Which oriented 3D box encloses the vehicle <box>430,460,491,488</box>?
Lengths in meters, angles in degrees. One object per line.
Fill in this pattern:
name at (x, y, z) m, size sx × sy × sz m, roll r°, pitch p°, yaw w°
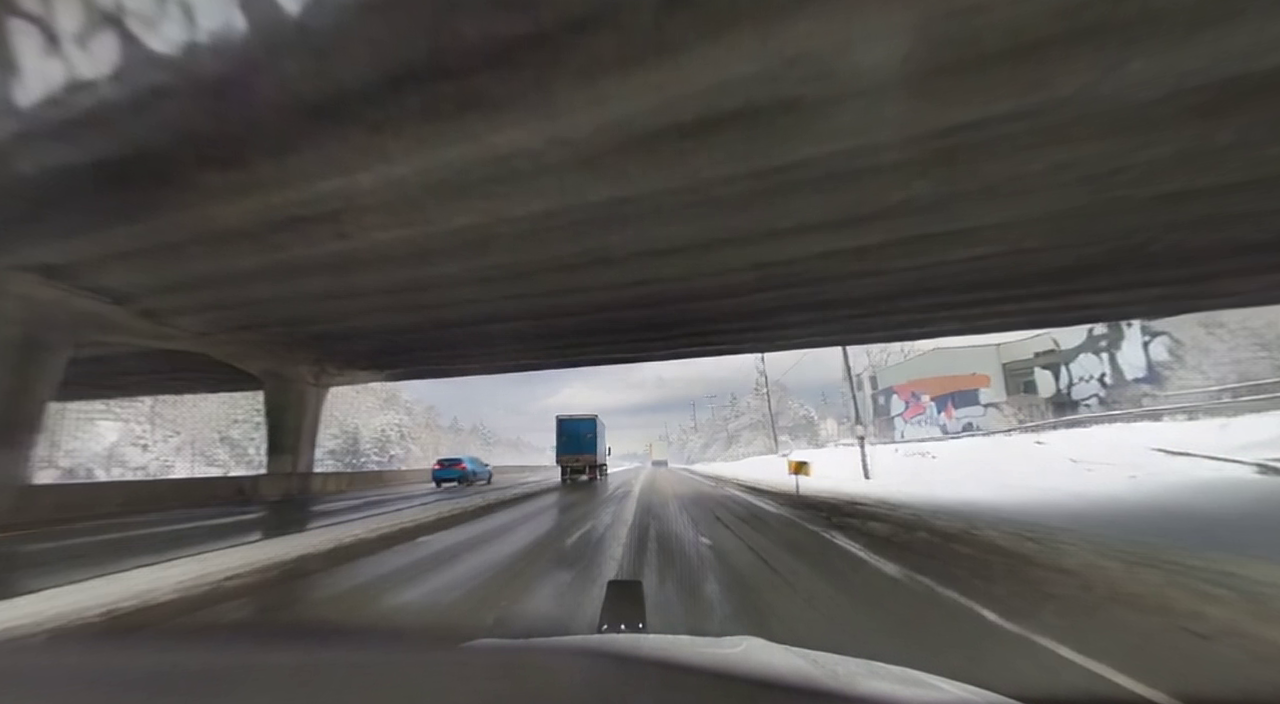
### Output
vehicle at (-9.769, 6.646, 34.643) m, size 1.940 × 1.381 × 4.348 m, roll -1°, pitch -9°, yaw 2°
